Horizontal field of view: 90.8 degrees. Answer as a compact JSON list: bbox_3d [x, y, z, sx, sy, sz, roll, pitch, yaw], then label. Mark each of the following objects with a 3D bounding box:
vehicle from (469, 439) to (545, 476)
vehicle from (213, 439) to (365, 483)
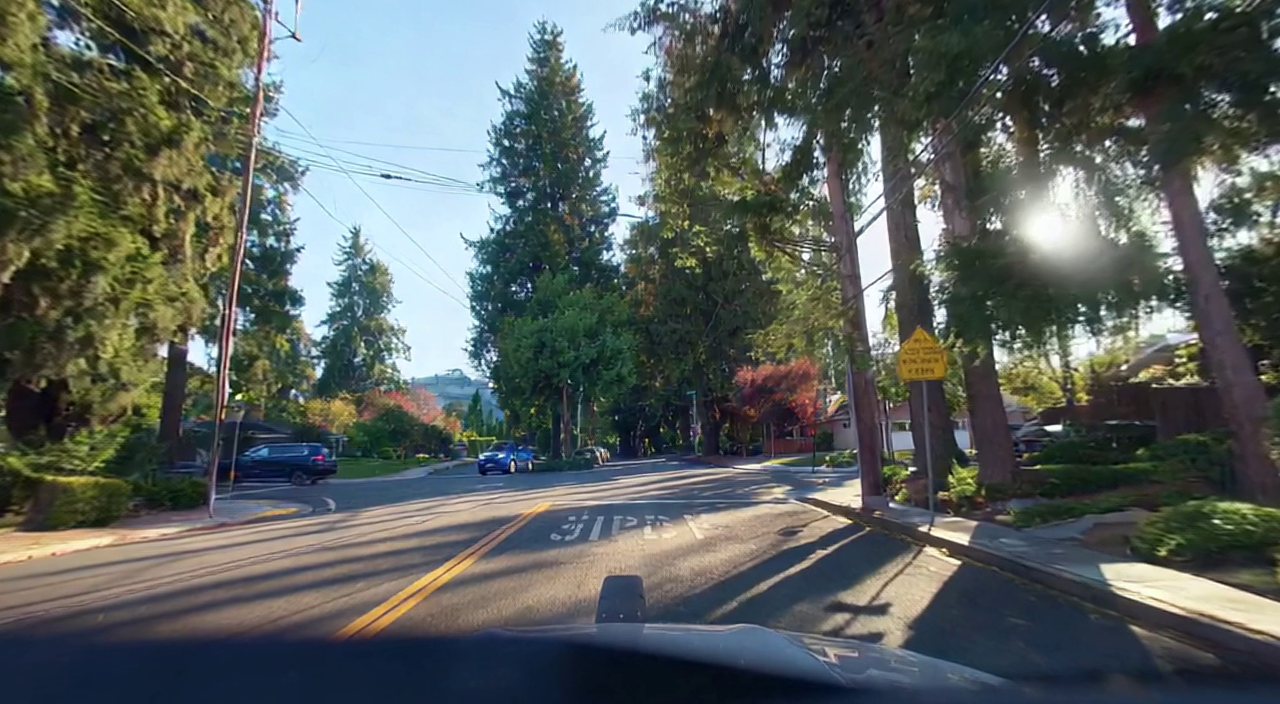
[{"bbox_3d":[-6.274,5.022,30.350,1.988,1.596,4.396,-2,-8,11],"label":"vehicle"},{"bbox_3d":[-14.159,4.407,25.725,4.968,1.728,1.987,0,-8,1],"label":"vehicle"}]
